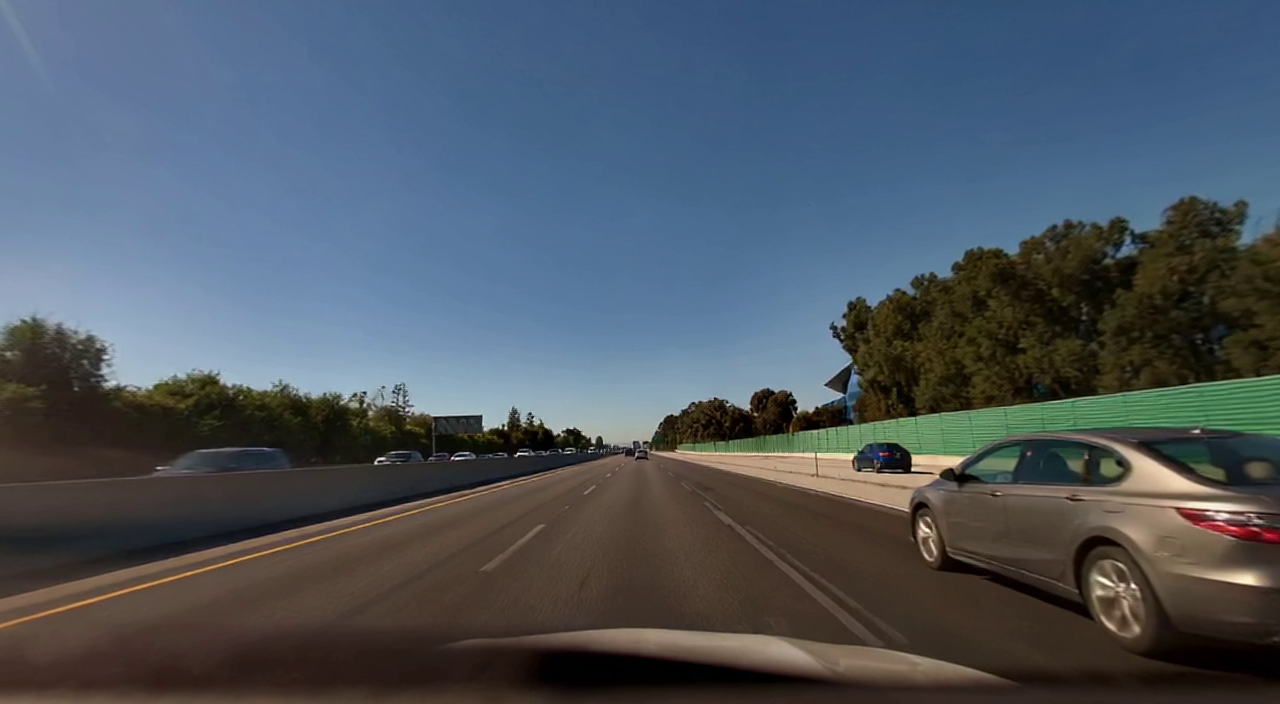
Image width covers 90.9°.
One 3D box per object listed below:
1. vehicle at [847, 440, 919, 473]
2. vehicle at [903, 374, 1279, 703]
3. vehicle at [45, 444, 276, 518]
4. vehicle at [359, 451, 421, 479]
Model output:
[{"bbox_3d":[12.673,5.463,33.159,2.163,1.596,3.997,0,-9,-1],"label":"vehicle"},{"bbox_3d":[3.777,1.190,4.528,1.930,1.628,4.099,0,-9,-1],"label":"vehicle"},{"bbox_3d":[-10.856,2.924,14.814,1.910,1.457,4.452,0,-9,0],"label":"vehicle"},{"bbox_3d":[-15.619,7.029,39.605,1.896,1.625,4.723,0,-9,1],"label":"vehicle"}]
